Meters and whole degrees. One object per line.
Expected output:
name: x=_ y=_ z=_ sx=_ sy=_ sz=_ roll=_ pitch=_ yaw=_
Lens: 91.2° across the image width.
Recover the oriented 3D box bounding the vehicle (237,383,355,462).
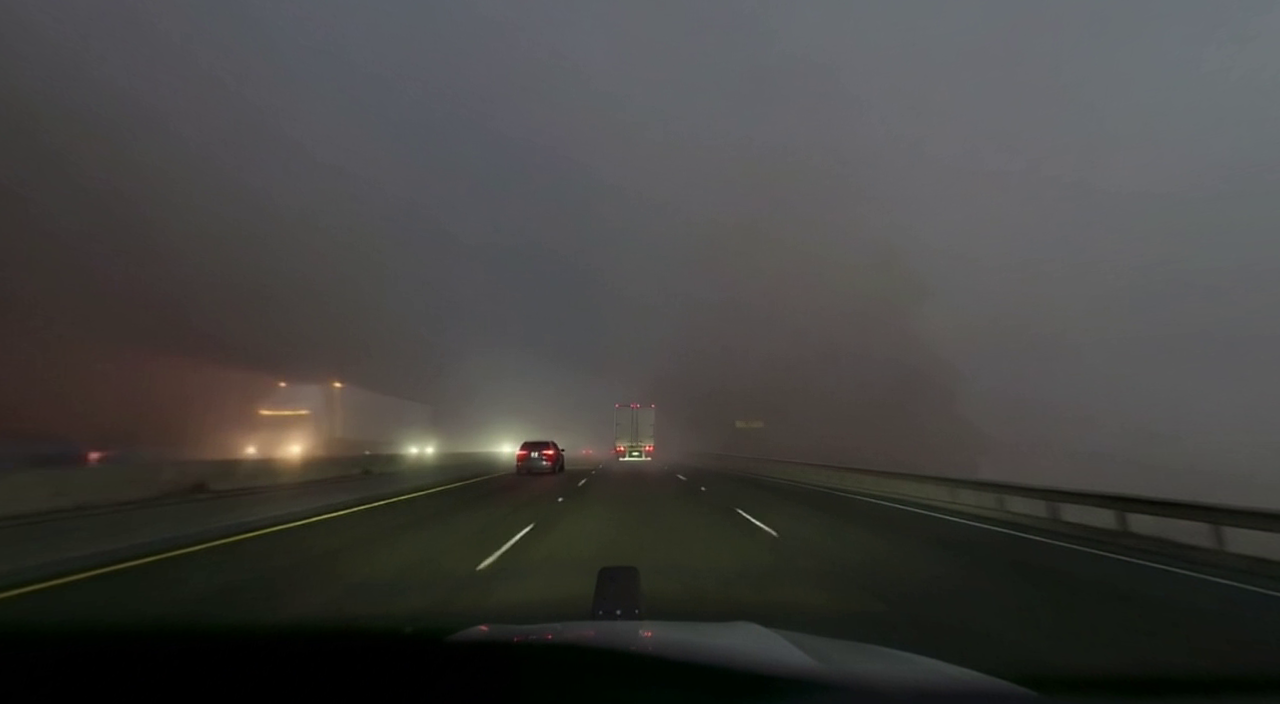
vehicle: x=-17.312 y=3.692 z=32.021 sx=3.288 sy=3.682 sz=4.837 roll=0 pitch=-9 yaw=-3

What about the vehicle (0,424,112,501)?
vehicle: x=-13.397 y=2.195 z=12.463 sx=1.876 sy=1.486 sz=4.508 roll=0 pitch=-9 yaw=-1

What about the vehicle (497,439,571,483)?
vehicle: x=-3.960 y=4.196 z=24.283 sx=2.057 sy=1.519 sz=4.372 roll=0 pitch=-9 yaw=1

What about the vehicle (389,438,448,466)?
vehicle: x=-13.471 y=6.103 z=38.347 sx=2.004 sy=1.564 sz=4.488 roll=0 pitch=-9 yaw=0
